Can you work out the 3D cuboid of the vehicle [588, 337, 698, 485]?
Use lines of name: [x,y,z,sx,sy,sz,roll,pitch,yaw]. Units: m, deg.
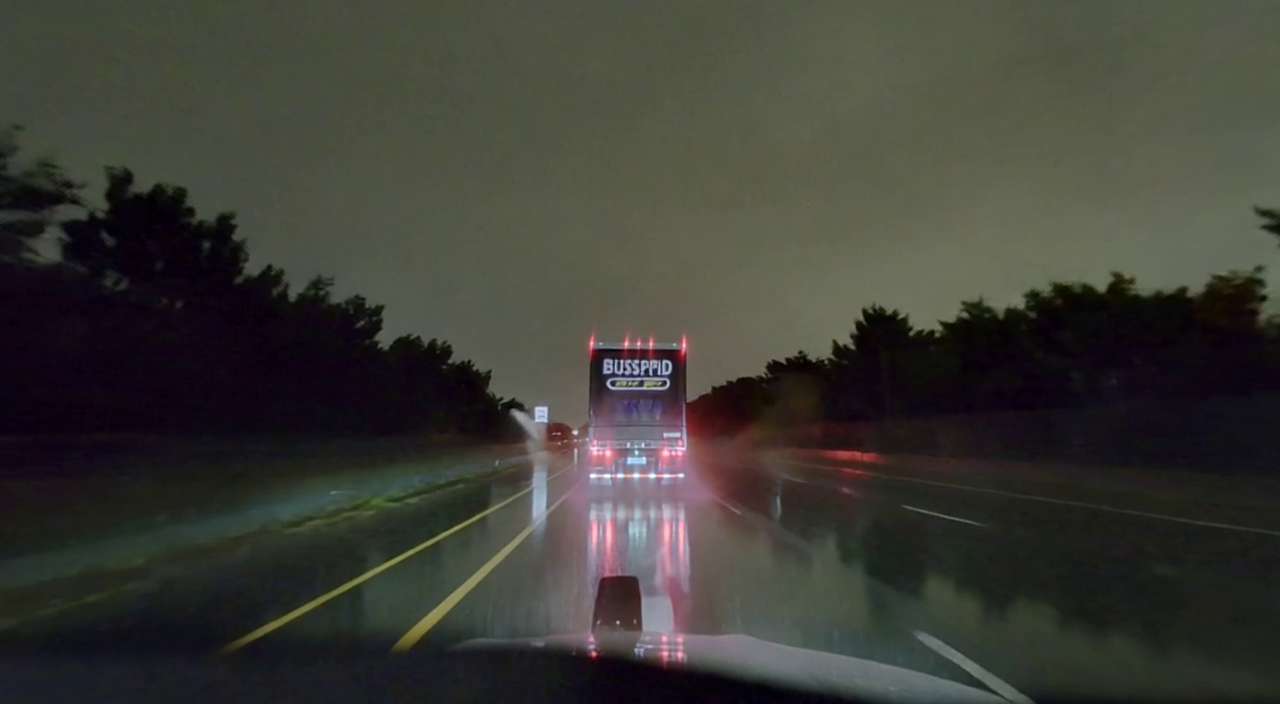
vehicle: [-0.043,2.129,20.937,2.870,3.911,8.697,0,-8,-2]
